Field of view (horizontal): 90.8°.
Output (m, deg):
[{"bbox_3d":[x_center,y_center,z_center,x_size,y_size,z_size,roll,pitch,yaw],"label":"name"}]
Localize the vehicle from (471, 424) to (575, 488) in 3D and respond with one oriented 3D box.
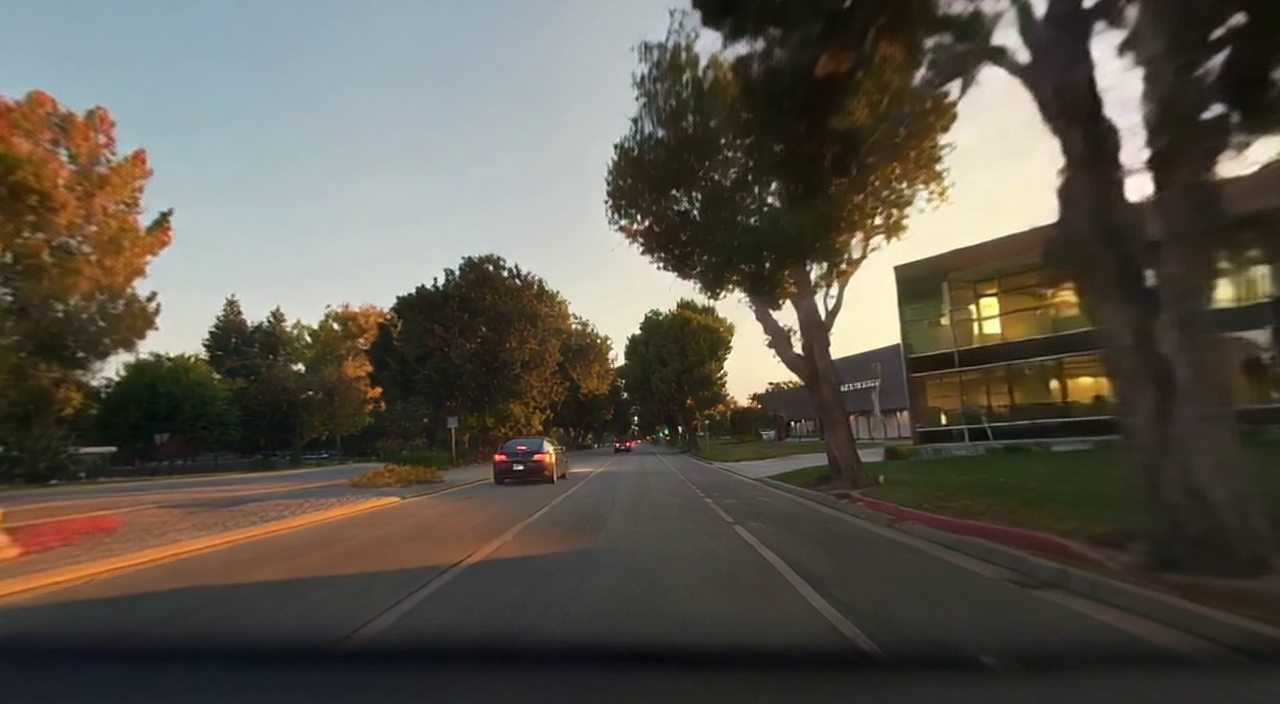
[{"bbox_3d":[-3.421,3.147,19.511,2.202,1.685,4.772,-1,-8,1],"label":"vehicle"}]
